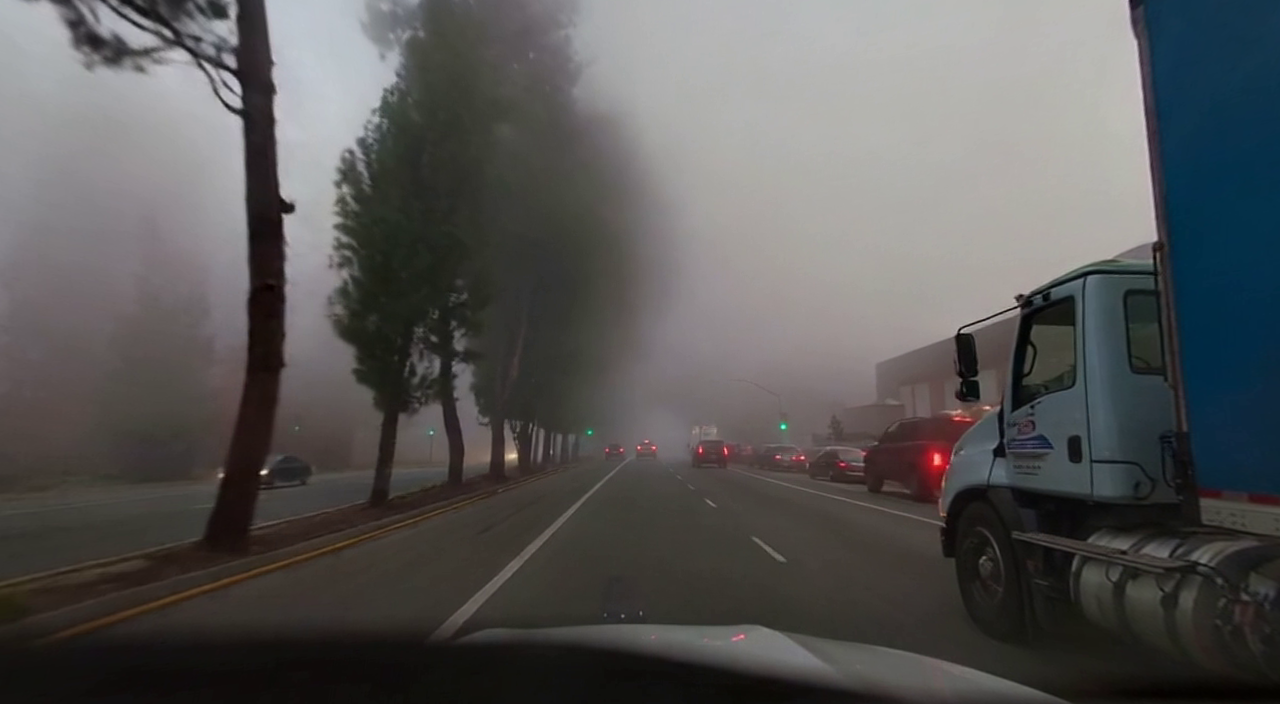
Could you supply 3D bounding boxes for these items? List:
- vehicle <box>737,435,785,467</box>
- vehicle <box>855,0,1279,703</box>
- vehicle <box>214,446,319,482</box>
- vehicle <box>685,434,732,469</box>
[{"bbox_3d":[7.913,6.536,41.721,2.199,1.980,4.766,0,-8,0],"label":"vehicle"},{"bbox_3d":[3.739,-0.201,2.464,3.006,3.679,8.506,0,-8,2],"label":"vehicle"},{"bbox_3d":[-17.104,5.119,29.172,2.017,1.503,4.638,0,-8,0],"label":"vehicle"},{"bbox_3d":[3.942,5.800,36.975,2.196,1.908,4.412,0,-8,-1],"label":"vehicle"}]
